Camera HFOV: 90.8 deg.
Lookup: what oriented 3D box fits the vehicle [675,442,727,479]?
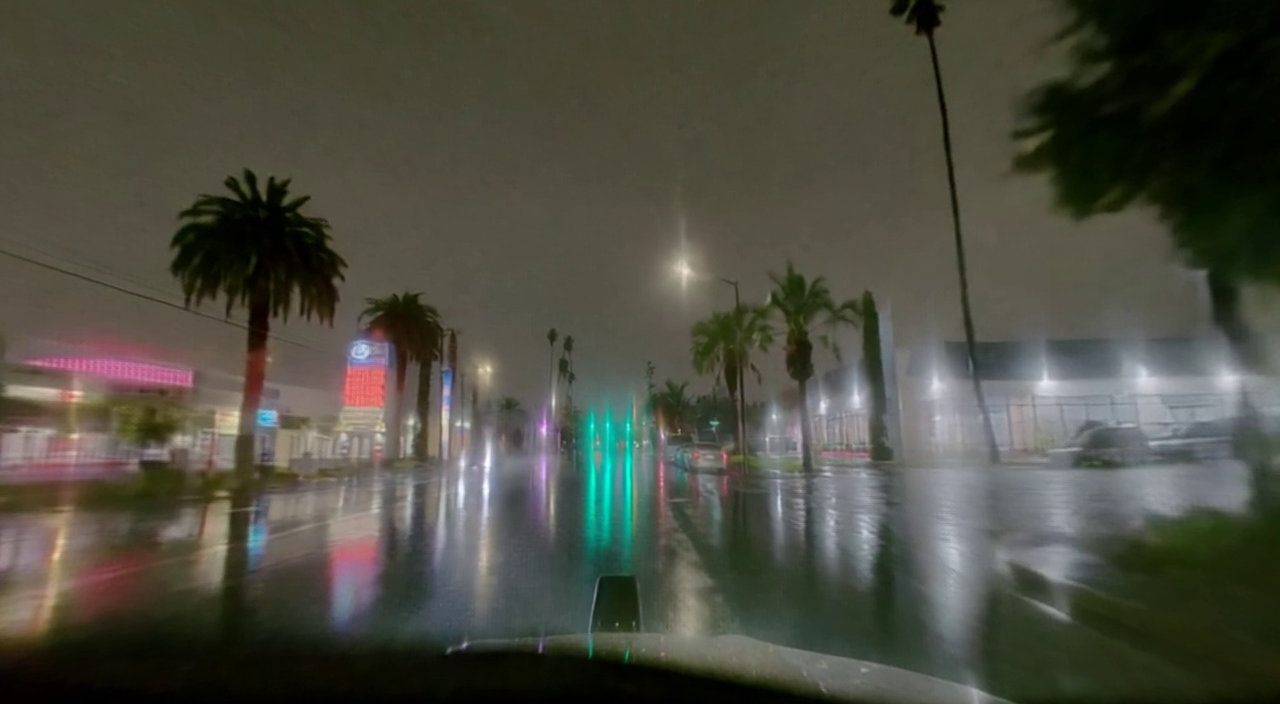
[{"bbox_3d":[2.815,5.136,30.169,2.046,1.588,4.508,0,-9,0],"label":"vehicle"}]

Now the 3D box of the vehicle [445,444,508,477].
[{"bbox_3d":[-7.862,5.251,30.739,1.923,1.485,4.186,0,-9,0],"label":"vehicle"}]

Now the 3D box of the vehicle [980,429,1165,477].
[{"bbox_3d":[14.674,3.462,21.668,4.793,1.537,2.105,0,-8,-1],"label":"vehicle"}]

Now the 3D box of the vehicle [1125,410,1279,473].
[{"bbox_3d":[20.263,3.080,21.720,5.214,2.017,2.220,0,-8,1],"label":"vehicle"}]
